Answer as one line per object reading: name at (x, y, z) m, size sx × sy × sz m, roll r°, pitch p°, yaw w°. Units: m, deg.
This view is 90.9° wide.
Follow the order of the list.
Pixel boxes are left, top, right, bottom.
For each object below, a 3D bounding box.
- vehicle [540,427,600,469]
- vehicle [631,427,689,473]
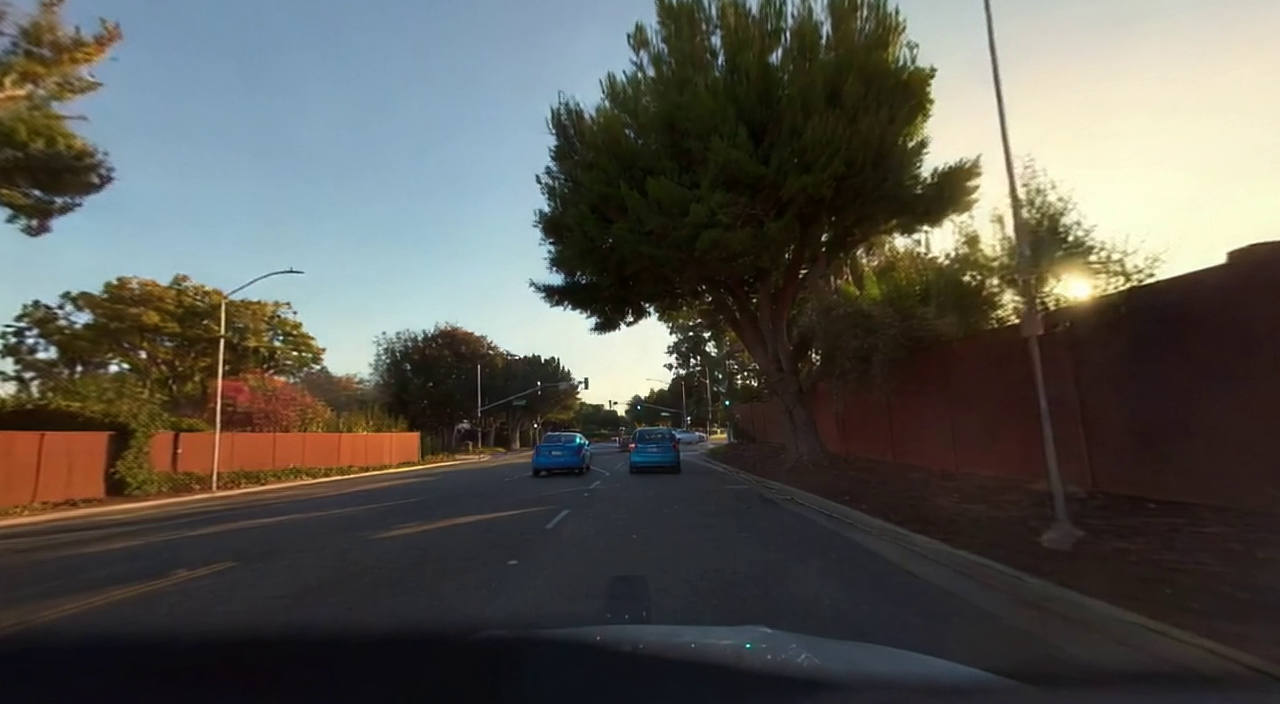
vehicle at (-3.054, 4.341, 28.541) m, size 2.190 × 1.766 × 4.394 m, roll 0°, pitch -8°, yaw 1°
vehicle at (0.766, 3.867, 25.030) m, size 2.127 × 1.665 × 3.993 m, roll 0°, pitch -8°, yaw 1°
